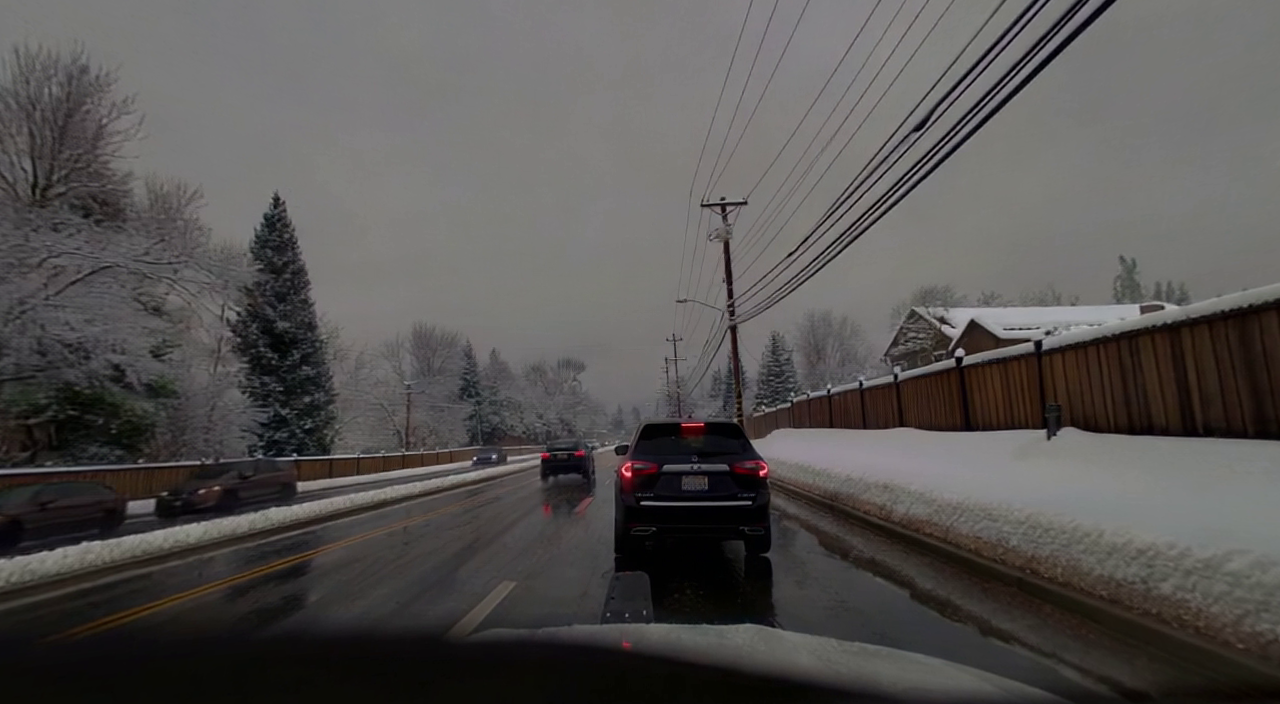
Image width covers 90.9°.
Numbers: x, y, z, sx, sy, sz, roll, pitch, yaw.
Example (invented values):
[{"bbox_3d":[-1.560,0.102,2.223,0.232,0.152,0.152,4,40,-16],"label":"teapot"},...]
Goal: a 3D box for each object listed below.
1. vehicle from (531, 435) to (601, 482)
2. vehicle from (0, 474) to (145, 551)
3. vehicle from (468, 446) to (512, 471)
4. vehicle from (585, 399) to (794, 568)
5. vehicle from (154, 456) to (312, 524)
[{"bbox_3d":[-2.712,4.062,24.231,2.037,1.639,4.213,0,-9,2],"label":"vehicle"},{"bbox_3d":[-14.805,3.844,15.204,2.024,1.467,4.584,-4,-9,0],"label":"vehicle"},{"bbox_3d":[-11.682,8.325,49.535,2.187,1.863,5.152,0,-9,0],"label":"vehicle"},{"bbox_3d":[0.488,1.674,8.683,2.174,1.749,4.113,0,-9,-1],"label":"vehicle"},{"bbox_3d":[-11.495,3.876,18.197,1.893,1.662,3.966,0,-9,0],"label":"vehicle"}]
